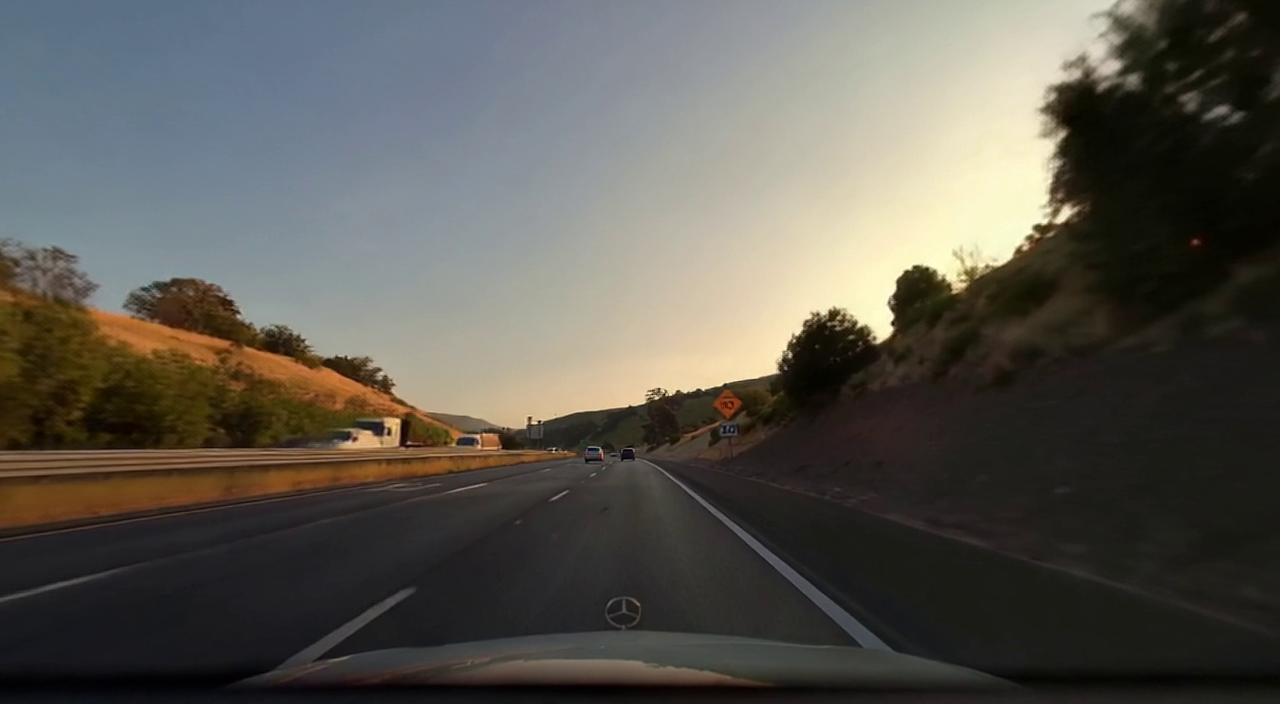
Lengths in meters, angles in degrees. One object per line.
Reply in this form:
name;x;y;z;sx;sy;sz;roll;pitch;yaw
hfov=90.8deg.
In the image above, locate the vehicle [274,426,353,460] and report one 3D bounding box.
vehicle;-19.984;5.643;38.960;2.171;1.948;5.072;0;-9;-1
